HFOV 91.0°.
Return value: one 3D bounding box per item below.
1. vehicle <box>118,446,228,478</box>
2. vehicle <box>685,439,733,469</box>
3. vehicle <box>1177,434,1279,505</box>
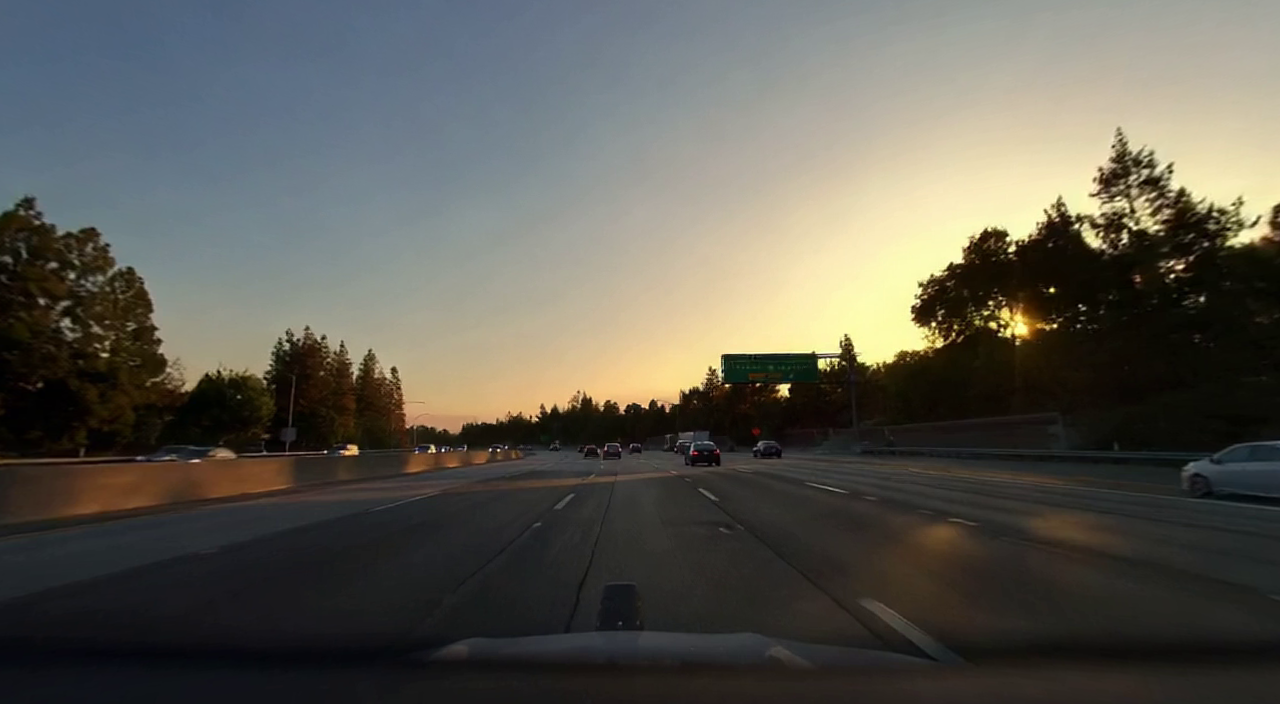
[{"bbox_3d":[-24.603,5.786,33.469,2.194,1.555,4.856,0,-9,-1],"label":"vehicle"},{"bbox_3d":[3.855,5.767,35.742,1.975,1.562,3.823,1,-9,-5],"label":"vehicle"},{"bbox_3d":[14.397,2.459,13.173,1.899,1.475,4.905,0,-9,-2],"label":"vehicle"}]
